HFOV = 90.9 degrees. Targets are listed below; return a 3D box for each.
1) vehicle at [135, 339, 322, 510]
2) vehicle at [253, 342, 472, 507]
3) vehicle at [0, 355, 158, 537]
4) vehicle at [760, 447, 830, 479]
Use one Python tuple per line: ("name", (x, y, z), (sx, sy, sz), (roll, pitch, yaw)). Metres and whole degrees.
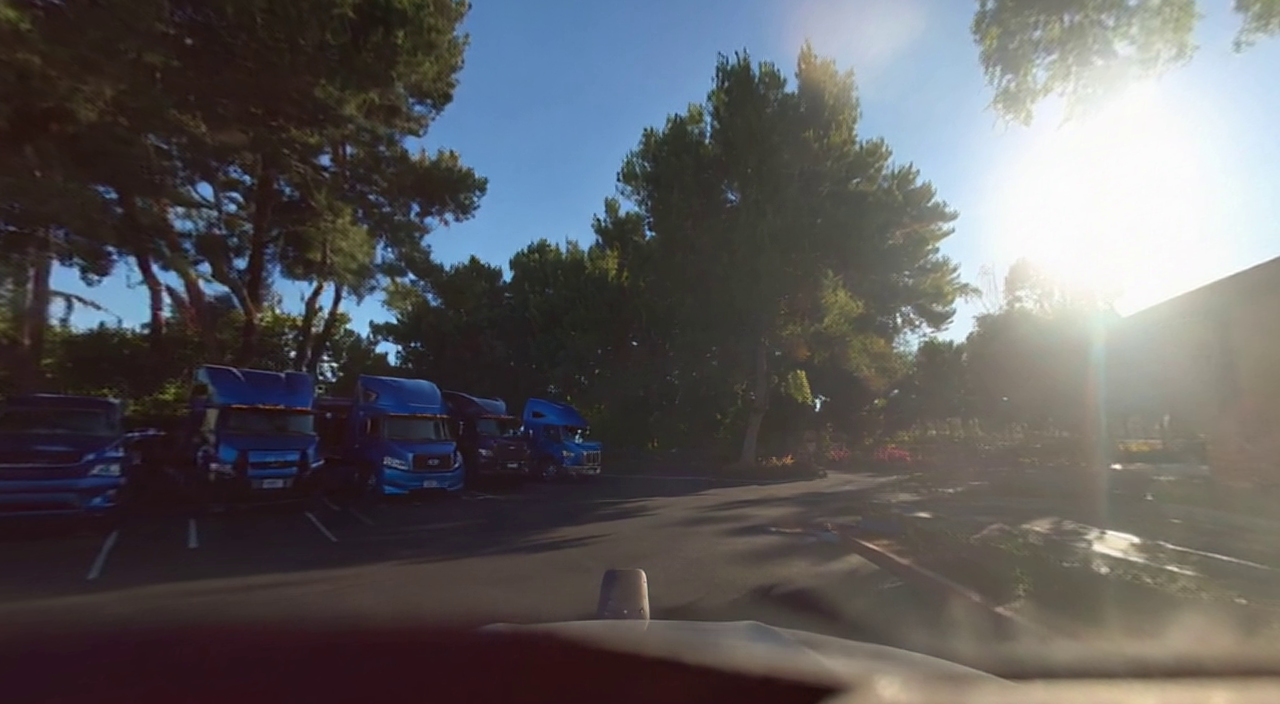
("vehicle", (-13.257, 2.445, 19.596), (3.038, 3.871, 11.512), (7, -12, -40))
("vehicle", (-9.829, 2.623, 21.051), (2.948, 4.069, 11.906), (8, -12, -41))
("vehicle", (-12.741, 2.083, 13.846), (2.674, 3.007, 7.819), (7, -12, -40))
("vehicle", (7.927, 5.605, 32.127), (3.473, 1.506, 1.809), (8, -12, -44))
